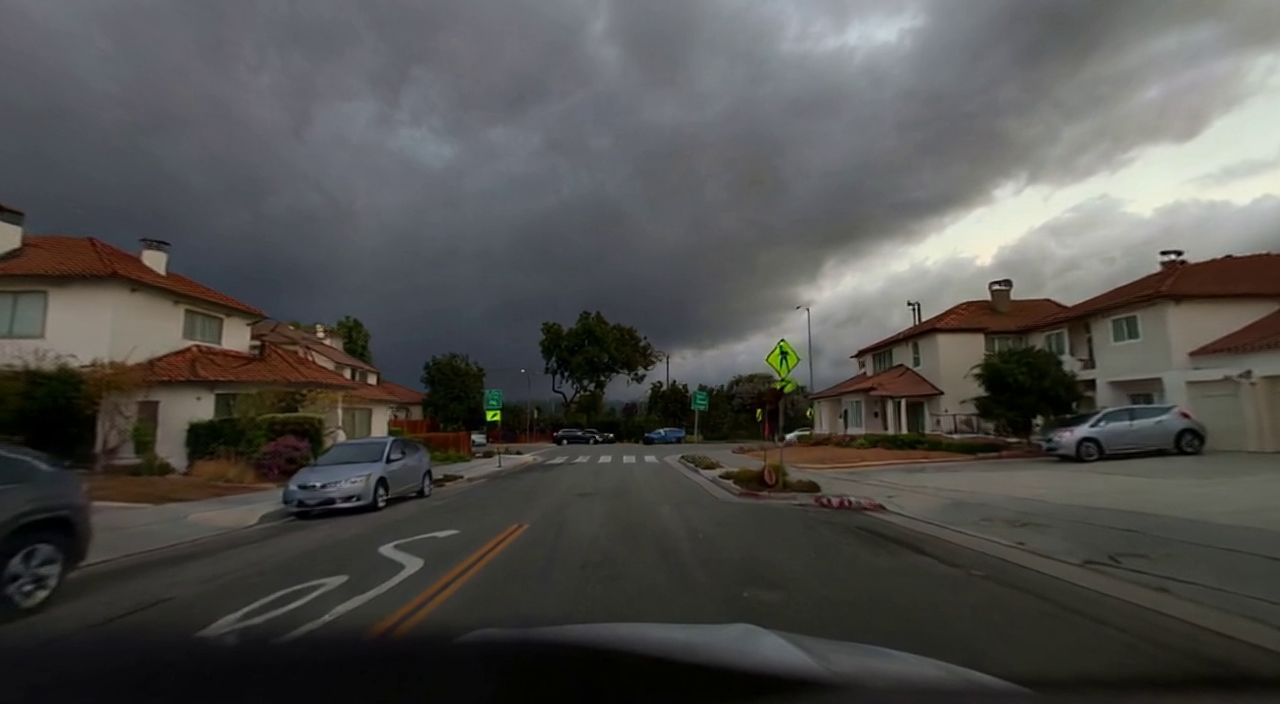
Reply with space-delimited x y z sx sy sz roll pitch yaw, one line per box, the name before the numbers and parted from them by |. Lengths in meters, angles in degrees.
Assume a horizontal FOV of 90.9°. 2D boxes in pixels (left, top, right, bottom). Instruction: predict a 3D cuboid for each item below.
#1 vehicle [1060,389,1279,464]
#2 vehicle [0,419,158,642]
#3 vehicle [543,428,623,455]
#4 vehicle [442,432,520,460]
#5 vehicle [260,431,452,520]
vehicle | 14.153 2.052 17.076 4.184 1.817 2.026 -4 -8 23
vehicle | -5.378 1.175 3.869 1.842 1.540 3.704 0 -8 0
vehicle | -3.982 6.297 44.437 5.181 1.768 2.139 3 -8 -25
vehicle | -10.159 5.976 40.228 4.639 1.700 2.002 2 -8 -18
vehicle | -5.423 2.382 12.747 1.919 1.464 4.155 0 -8 0
